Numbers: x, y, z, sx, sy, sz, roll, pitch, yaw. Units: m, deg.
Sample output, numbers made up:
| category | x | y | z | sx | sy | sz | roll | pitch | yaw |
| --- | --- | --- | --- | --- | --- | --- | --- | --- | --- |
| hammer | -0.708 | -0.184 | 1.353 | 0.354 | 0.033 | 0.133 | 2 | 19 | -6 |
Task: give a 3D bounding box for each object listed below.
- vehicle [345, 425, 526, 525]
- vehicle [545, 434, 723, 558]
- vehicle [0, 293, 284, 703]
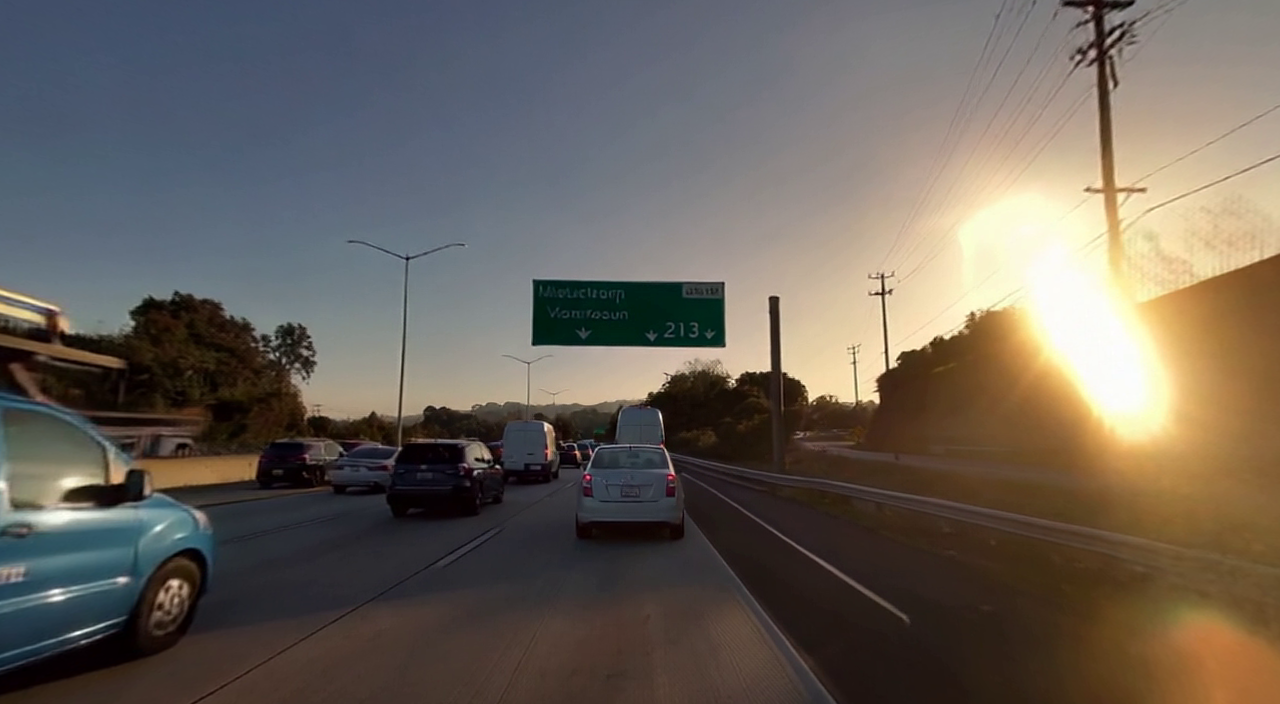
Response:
| category | x | y | z | sx | sy | sz | roll | pitch | yaw |
| --- | --- | --- | --- | --- | --- | --- | --- | --- | --- |
| vehicle | -3.881 | 2.413 | 12.906 | 2.114 | 1.657 | 4.432 | 0 | -8 | 2 |
| vehicle | -0.056 | 1.982 | 9.384 | 2.054 | 1.421 | 4.090 | 0 | -8 | 0 |
| vehicle | -3.899 | 0.694 | 2.539 | 2.142 | 1.952 | 4.556 | 0 | -8 | 1 |
